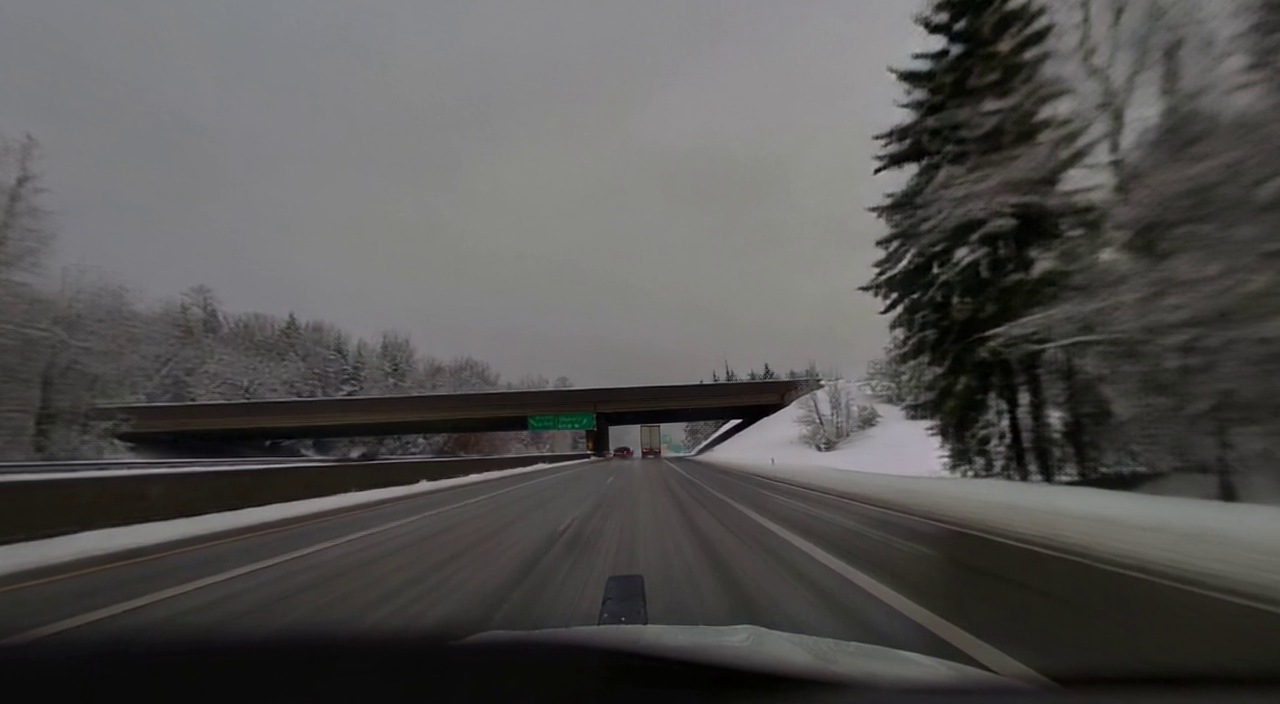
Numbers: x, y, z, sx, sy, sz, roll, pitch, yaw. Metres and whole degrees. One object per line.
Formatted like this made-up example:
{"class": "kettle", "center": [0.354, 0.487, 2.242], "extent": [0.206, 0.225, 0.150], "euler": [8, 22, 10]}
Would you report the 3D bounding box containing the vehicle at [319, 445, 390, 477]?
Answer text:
{"class": "vehicle", "center": [-15.810, 6.048, 35.152], "extent": [1.884, 1.631, 4.263], "euler": [-1, -9, 1]}
